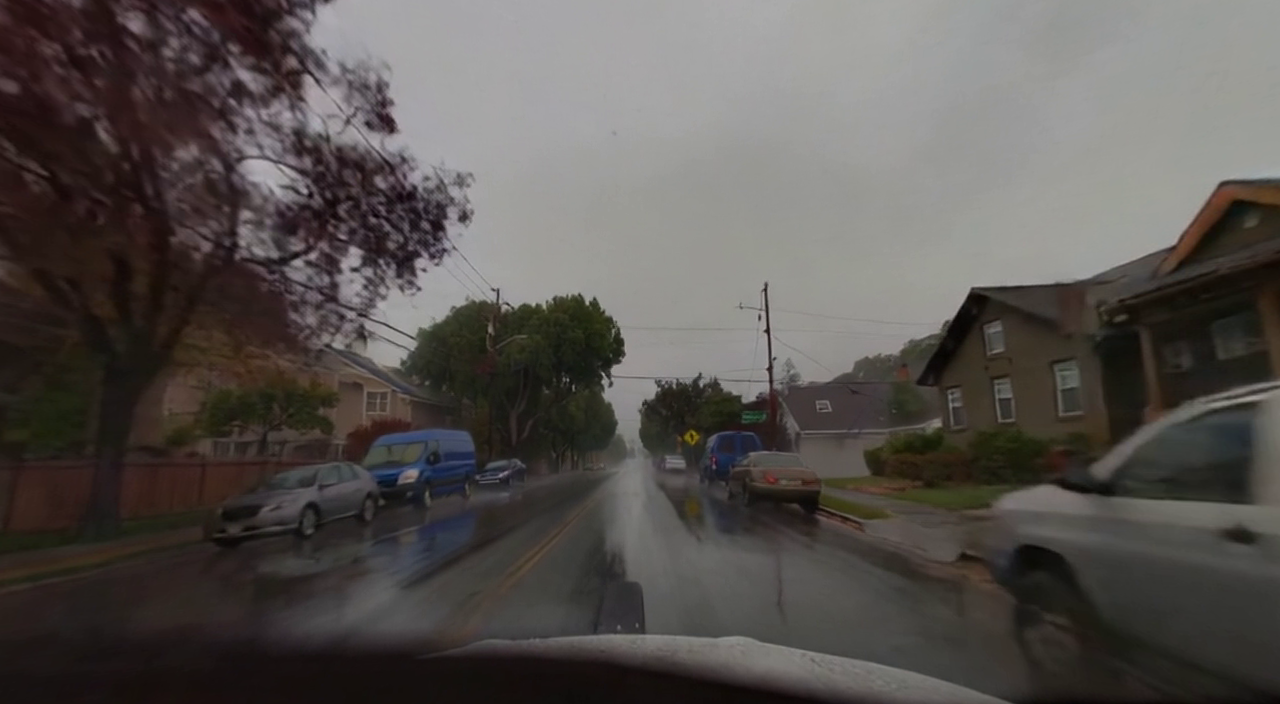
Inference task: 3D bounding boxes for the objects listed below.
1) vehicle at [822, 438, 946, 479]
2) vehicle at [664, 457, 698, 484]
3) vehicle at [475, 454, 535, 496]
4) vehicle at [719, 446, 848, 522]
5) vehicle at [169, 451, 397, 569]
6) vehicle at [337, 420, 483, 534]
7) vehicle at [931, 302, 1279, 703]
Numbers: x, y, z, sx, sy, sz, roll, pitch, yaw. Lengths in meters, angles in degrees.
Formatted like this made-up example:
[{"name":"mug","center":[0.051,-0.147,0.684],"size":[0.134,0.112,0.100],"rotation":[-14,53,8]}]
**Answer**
[{"name":"vehicle","center":[10.663,4.707,27.747],"size":[4.607,1.704,1.922],"rotation":[0,-9,0]},{"name":"vehicle","center":[2.802,8.297,44.327],"size":[2.010,1.661,4.615],"rotation":[0,-9,-1]},{"name":"vehicle","center":[-6.893,6.306,32.628],"size":[2.057,1.632,4.730],"rotation":[0,-5,0]},{"name":"vehicle","center":[3.085,2.918,14.529],"size":[1.796,1.449,4.373],"rotation":[0,-9,-2]},{"name":"vehicle","center":[-6.882,3.007,12.856],"size":[2.027,1.563,4.594],"rotation":[-3,-5,0]},{"name":"vehicle","center":[-6.939,3.681,19.912],"size":[2.508,2.712,5.809],"rotation":[-2,-4,0]},{"name":"vehicle","center":[3.146,0.711,1.793],"size":[2.136,1.807,4.946],"rotation":[0,-9,-1]}]
